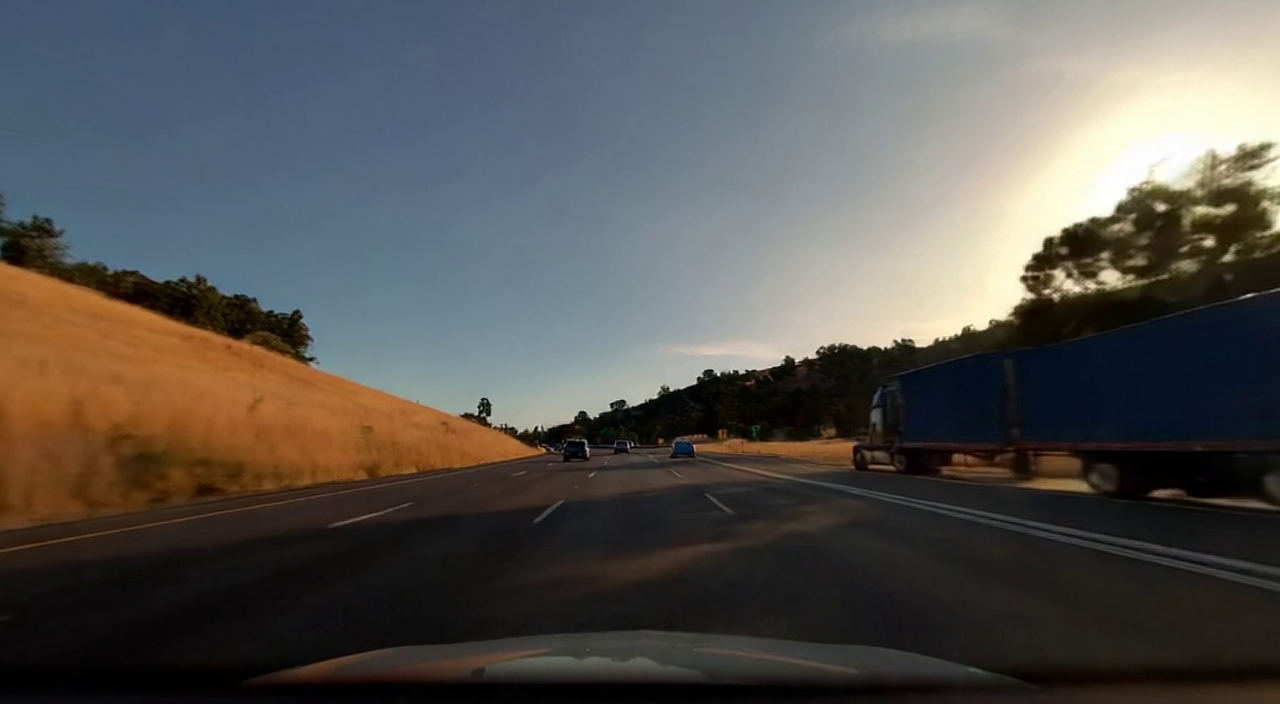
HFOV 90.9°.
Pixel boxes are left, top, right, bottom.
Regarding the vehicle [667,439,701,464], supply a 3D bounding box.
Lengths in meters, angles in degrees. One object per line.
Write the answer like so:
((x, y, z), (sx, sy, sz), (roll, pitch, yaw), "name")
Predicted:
((3.187, 7.243, 46.225), (1.995, 1.712, 4.206), (0, -8, -3), "vehicle")

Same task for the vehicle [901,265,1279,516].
((11.901, 1.440, 15.982), (2.953, 4.129, 16.568), (0, -8, -2), "vehicle")

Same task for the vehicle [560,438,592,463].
((-4.943, 7.665, 49.256), (2.120, 1.855, 4.619), (0, -8, -1), "vehicle")
